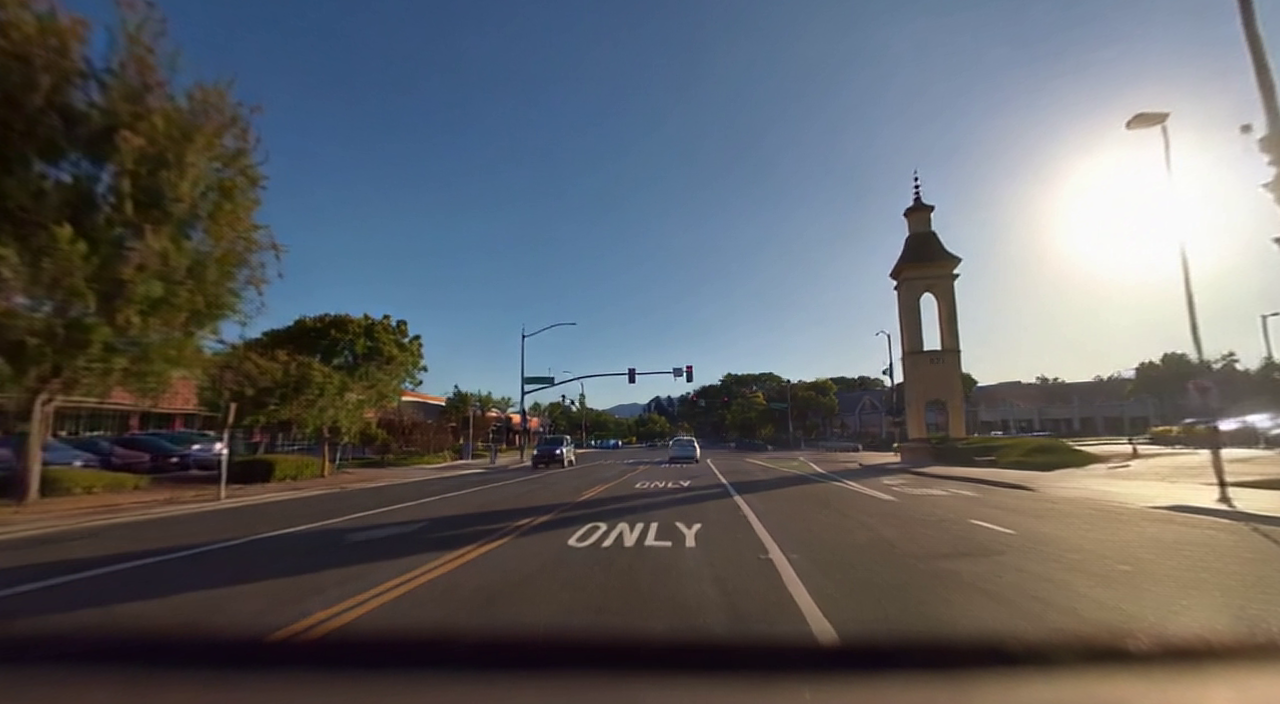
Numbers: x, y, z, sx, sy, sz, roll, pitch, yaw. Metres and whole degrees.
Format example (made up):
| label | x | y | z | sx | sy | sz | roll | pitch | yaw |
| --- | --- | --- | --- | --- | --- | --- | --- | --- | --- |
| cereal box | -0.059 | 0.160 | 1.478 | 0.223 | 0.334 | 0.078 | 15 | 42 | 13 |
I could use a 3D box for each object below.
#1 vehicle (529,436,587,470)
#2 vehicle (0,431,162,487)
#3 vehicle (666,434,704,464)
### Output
| label | x | y | z | sx | sy | sz | roll | pitch | yaw |
| --- | --- | --- | --- | --- | --- | --- | --- | --- | --- |
| vehicle | -4.965 | 6.224 | 38.923 | 2.366 | 1.941 | 5.823 | -1 | -9 | 4 |
| vehicle | -21.845 | 4.108 | 24.397 | 4.729 | 1.867 | 2.292 | 0 | -4 | 3 |
| vehicle | 3.343 | 7.094 | 45.956 | 2.590 | 2.080 | 5.284 | -1 | -9 | 5 |
